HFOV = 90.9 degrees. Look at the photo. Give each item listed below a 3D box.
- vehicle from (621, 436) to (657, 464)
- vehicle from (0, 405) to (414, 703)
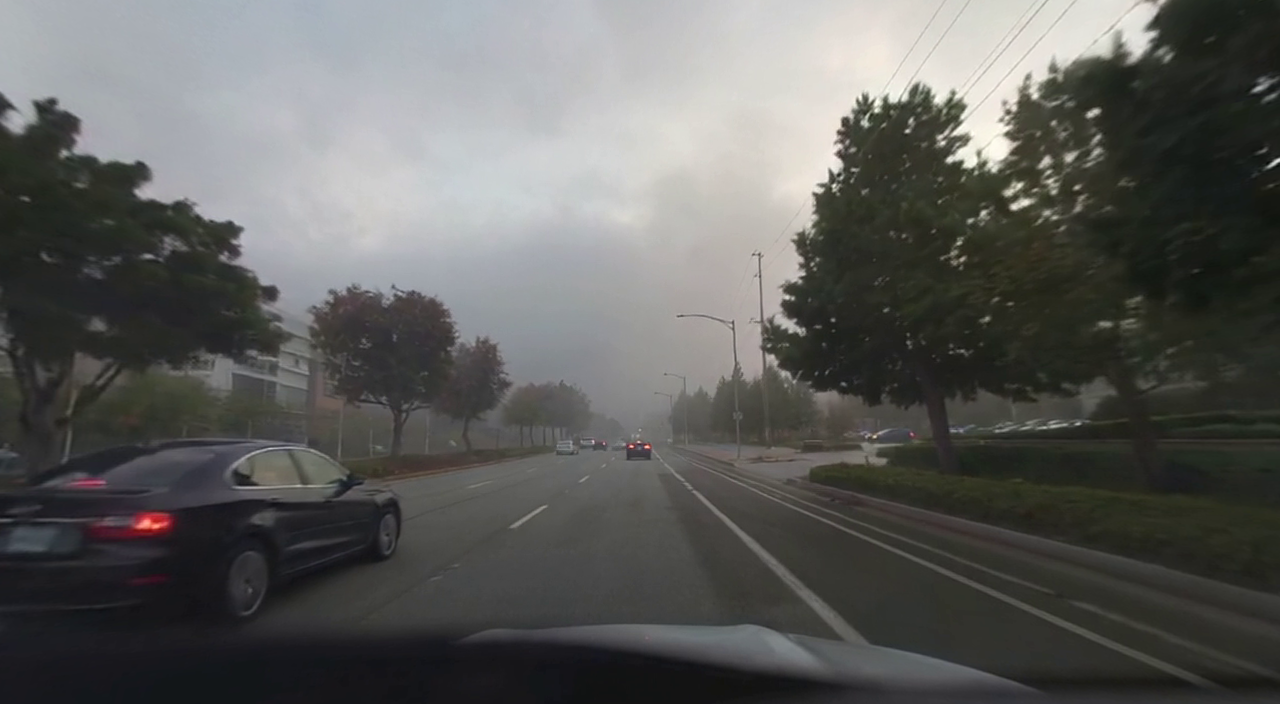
[{"bbox_3d":[-0.059,6.252,40.329,2.199,1.652,4.101,0,-8,0],"label":"vehicle"},{"bbox_3d":[-3.769,1.329,5.187,1.942,1.462,4.905,0,-8,1],"label":"vehicle"}]
